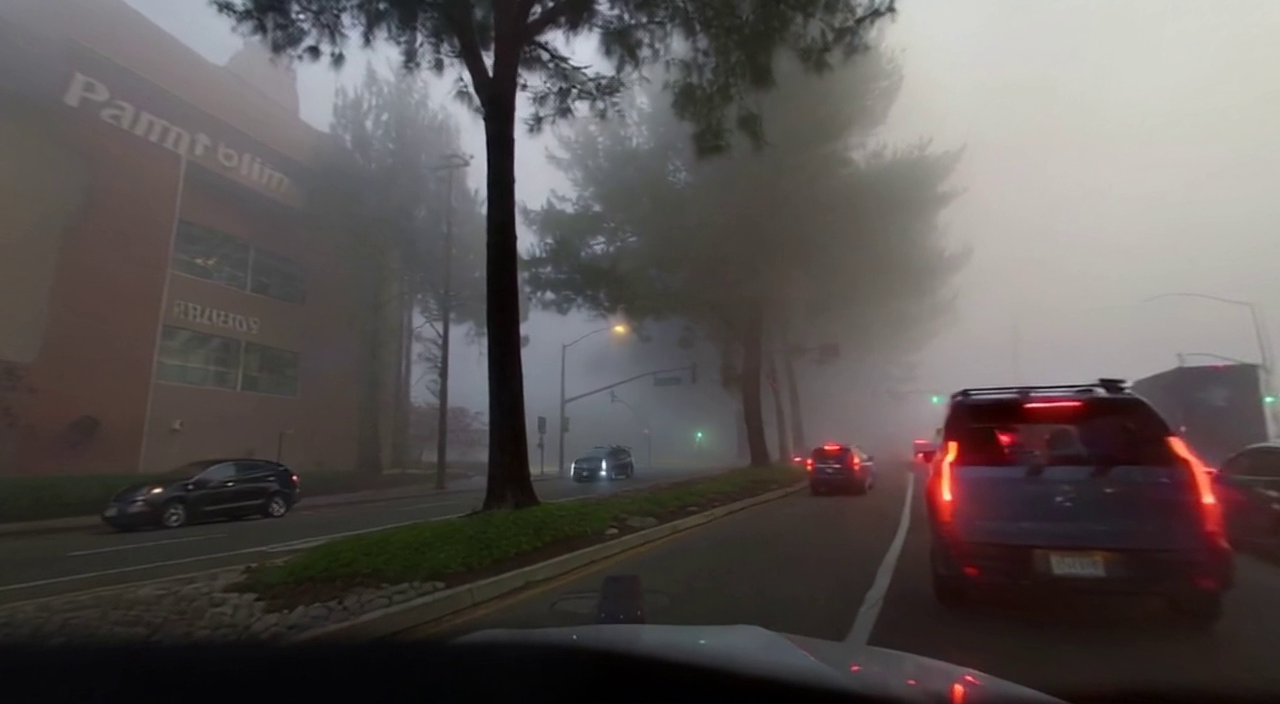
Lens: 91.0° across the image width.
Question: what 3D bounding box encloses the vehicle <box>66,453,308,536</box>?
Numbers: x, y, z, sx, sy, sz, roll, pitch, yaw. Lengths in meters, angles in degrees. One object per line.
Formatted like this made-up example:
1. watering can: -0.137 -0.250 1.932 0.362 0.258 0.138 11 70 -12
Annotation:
1. vehicle: -11.221 3.464 16.031 2.018 1.715 4.451 -4 -10 25

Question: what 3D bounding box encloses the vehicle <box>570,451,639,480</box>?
1. vehicle: -1.948 6.451 36.156 2.005 1.489 4.650 -4 -10 24

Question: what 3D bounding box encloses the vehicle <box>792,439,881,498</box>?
1. vehicle: 5.941 3.396 18.720 2.010 1.515 4.152 -4 -9 23

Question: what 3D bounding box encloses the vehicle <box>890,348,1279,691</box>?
1. vehicle: 3.657 1.280 5.942 2.188 1.892 4.488 -4 -9 23
